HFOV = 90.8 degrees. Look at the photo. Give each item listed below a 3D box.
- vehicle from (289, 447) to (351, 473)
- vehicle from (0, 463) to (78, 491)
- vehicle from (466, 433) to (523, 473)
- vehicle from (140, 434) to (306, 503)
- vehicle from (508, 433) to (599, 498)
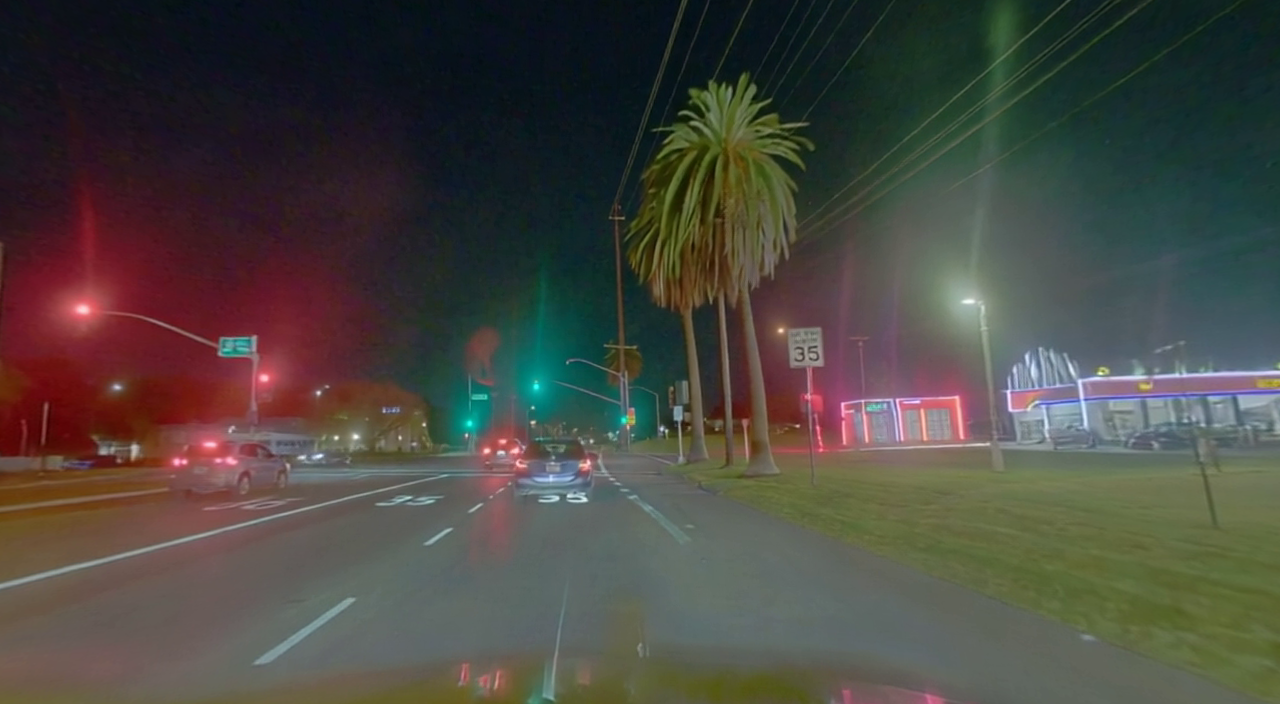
[{"bbox_3d":[-19.987,6.713,39.630,1.879,1.496,4.510,1,-8,-5],"label":"vehicle"},{"bbox_3d":[-37.369,7.590,38.396,4.276,1.576,1.917,1,-8,-6],"label":"vehicle"},{"bbox_3d":[-6.753,4.733,29.746,2.077,1.715,3.903,1,-8,-6],"label":"vehicle"},{"bbox_3d":[-12.376,3.438,19.249,2.050,1.811,4.752,0,-8,-4],"label":"vehicle"},{"bbox_3d":[-2.236,2.909,16.681,2.063,1.474,4.334,1,-8,-7],"label":"vehicle"}]
